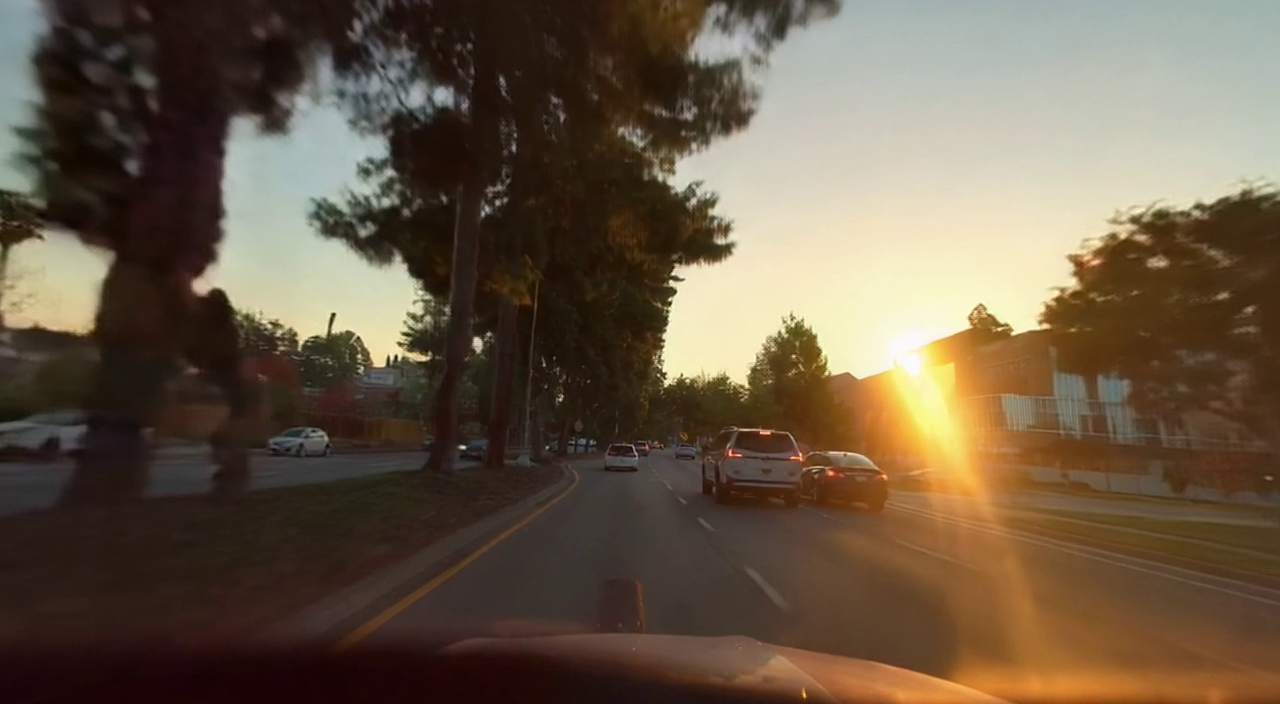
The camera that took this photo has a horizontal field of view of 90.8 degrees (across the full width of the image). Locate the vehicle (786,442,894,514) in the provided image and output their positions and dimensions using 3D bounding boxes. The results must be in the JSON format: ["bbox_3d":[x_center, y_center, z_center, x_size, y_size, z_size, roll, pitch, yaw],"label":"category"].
[{"bbox_3d":[6.199,3.895,20.113,1.913,1.777,4.269,8,-8,1],"label":"vehicle"}]

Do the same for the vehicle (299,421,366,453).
[{"bbox_3d":[-19.574,5.497,40.463,2.056,1.899,4.803,0,-8,-2],"label":"vehicle"}]

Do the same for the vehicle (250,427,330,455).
[{"bbox_3d":[-19.365,4.962,35.187,1.877,1.446,4.593,0,-8,-1],"label":"vehicle"}]

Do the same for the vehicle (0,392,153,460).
[{"bbox_3d":[-19.292,2.501,20.751,2.226,1.925,5.293,3,-9,1],"label":"vehicle"}]

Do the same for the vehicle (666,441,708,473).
[{"bbox_3d":[2.649,5.994,36.360,1.922,1.708,4.126,0,-9,-2],"label":"vehicle"}]

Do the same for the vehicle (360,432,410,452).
[{"bbox_3d":[-19.594,6.965,48.718,1.913,1.417,4.592,0,-9,0],"label":"vehicle"}]

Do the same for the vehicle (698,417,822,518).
[{"bbox_3d":[2.735,2.744,15.443,2.035,1.940,4.299,4,-9,-1],"label":"vehicle"}]

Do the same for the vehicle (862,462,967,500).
[{"bbox_3d":[14.151,6.652,32.811,4.545,1.770,2.057,-1,-9,8],"label":"vehicle"}]

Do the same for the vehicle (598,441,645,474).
[{"bbox_3d":[-0.869,5.064,30.489,2.119,1.460,3.847,0,-8,-1],"label":"vehicle"}]
